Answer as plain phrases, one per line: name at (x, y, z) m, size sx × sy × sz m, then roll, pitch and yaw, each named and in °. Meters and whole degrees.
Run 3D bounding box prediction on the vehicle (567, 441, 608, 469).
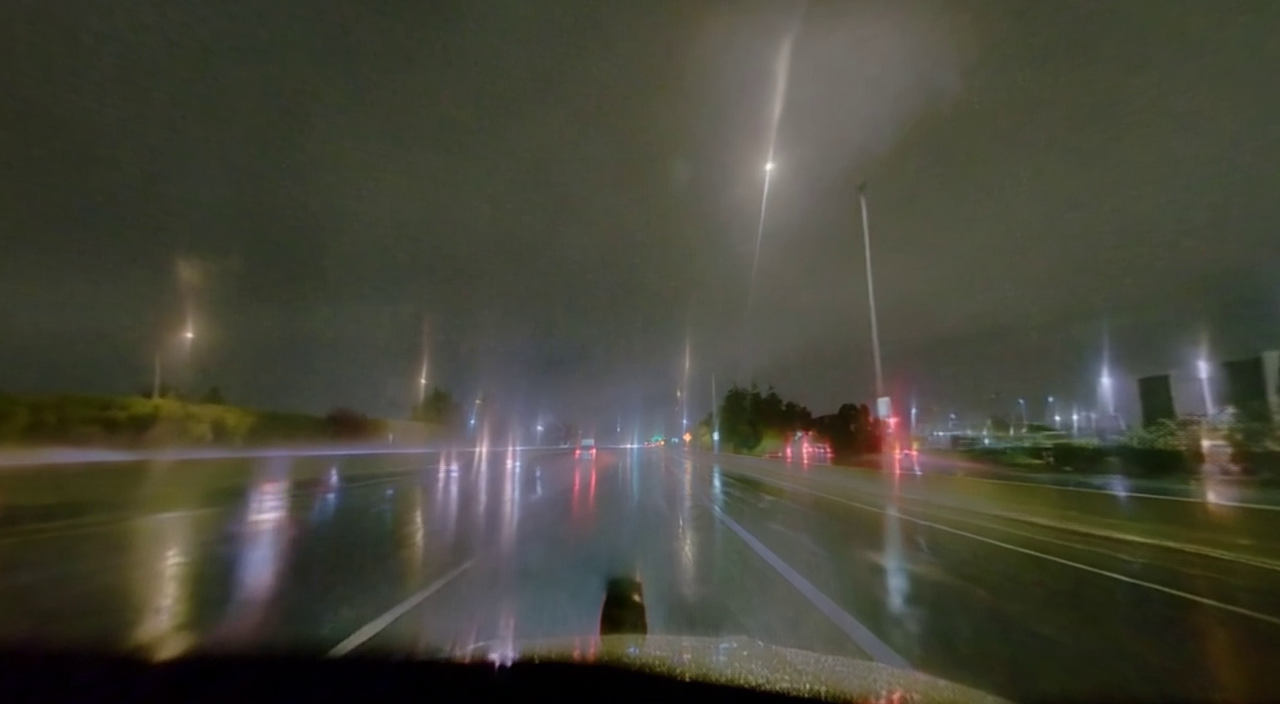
vehicle at (-3.102, 6.223, 38.090) m, size 2.078 × 1.629 × 4.059 m, roll 0°, pitch -8°, yaw 1°
